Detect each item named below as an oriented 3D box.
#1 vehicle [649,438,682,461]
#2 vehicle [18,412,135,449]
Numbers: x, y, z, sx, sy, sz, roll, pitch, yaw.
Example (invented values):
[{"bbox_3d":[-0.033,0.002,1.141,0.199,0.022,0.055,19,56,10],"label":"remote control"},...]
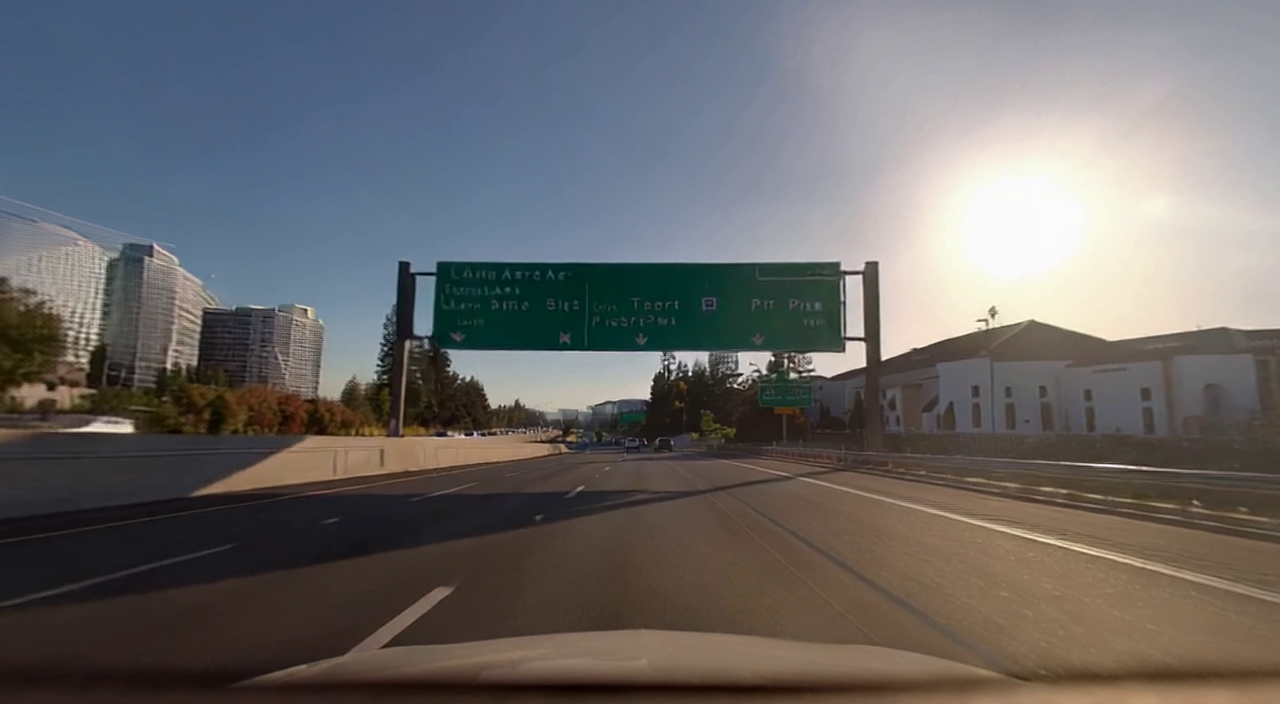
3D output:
[{"bbox_3d":[1.706,6.702,43.619,2.036,1.486,4.375,0,-8,-1],"label":"vehicle"},{"bbox_3d":[-26.500,3.748,29.874,1.796,1.563,3.964,3,-8,0],"label":"vehicle"}]
